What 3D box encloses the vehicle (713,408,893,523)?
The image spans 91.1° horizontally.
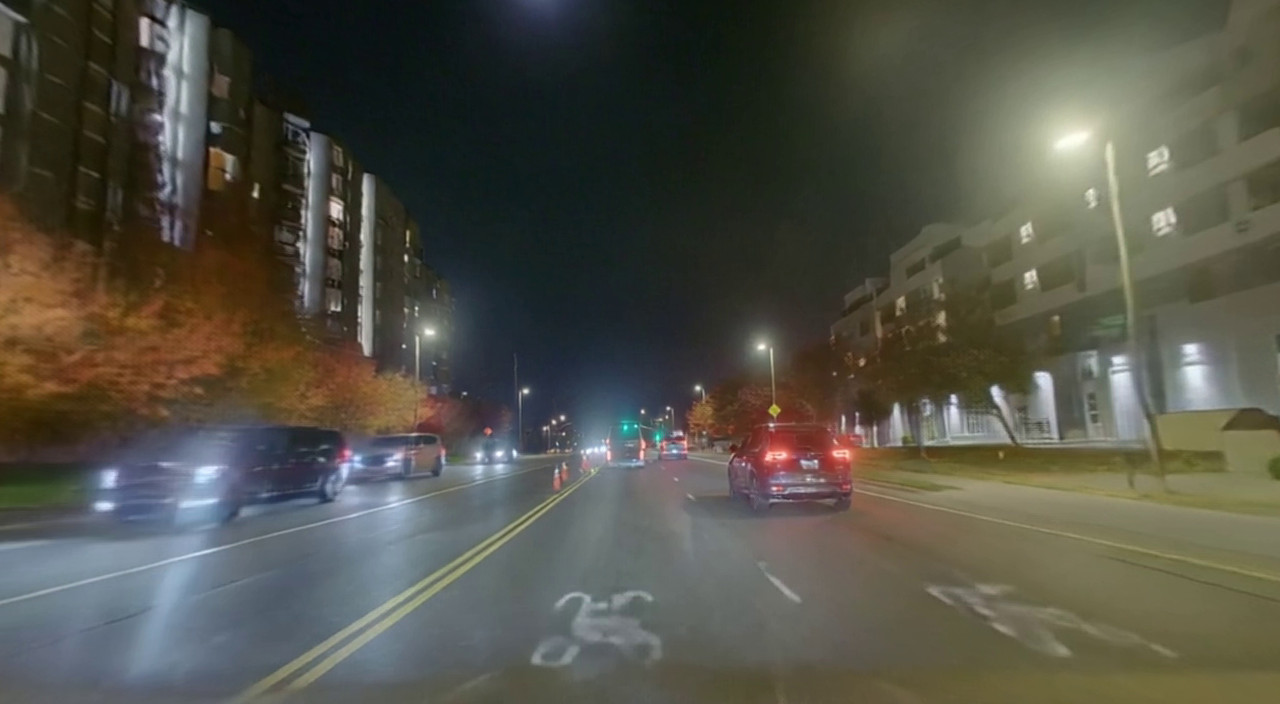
[{"bbox_3d":[2.942,2.232,12.903,2.120,1.828,5.531,0,-8,-1],"label":"vehicle"}]

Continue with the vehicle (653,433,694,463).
[{"bbox_3d":[2.199,6.486,42.541,2.187,1.835,5.471,0,-8,-3],"label":"vehicle"}]

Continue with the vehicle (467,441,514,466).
[{"bbox_3d":[-9.709,6.607,41.123,1.997,1.512,4.322,0,-8,1],"label":"vehicle"}]

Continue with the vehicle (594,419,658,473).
[{"bbox_3d":[-0.701,4.578,30.572,2.762,2.309,6.723,0,-8,-2],"label":"vehicle"}]

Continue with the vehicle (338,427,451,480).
[{"bbox_3d":[-9.788,4.109,25.571,2.192,1.923,4.970,-1,-9,5],"label":"vehicle"}]

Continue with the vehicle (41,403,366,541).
[{"bbox_3d":[-7.679,2.170,12.139,2.296,1.911,5.688,-2,-8,-1],"label":"vehicle"}]
